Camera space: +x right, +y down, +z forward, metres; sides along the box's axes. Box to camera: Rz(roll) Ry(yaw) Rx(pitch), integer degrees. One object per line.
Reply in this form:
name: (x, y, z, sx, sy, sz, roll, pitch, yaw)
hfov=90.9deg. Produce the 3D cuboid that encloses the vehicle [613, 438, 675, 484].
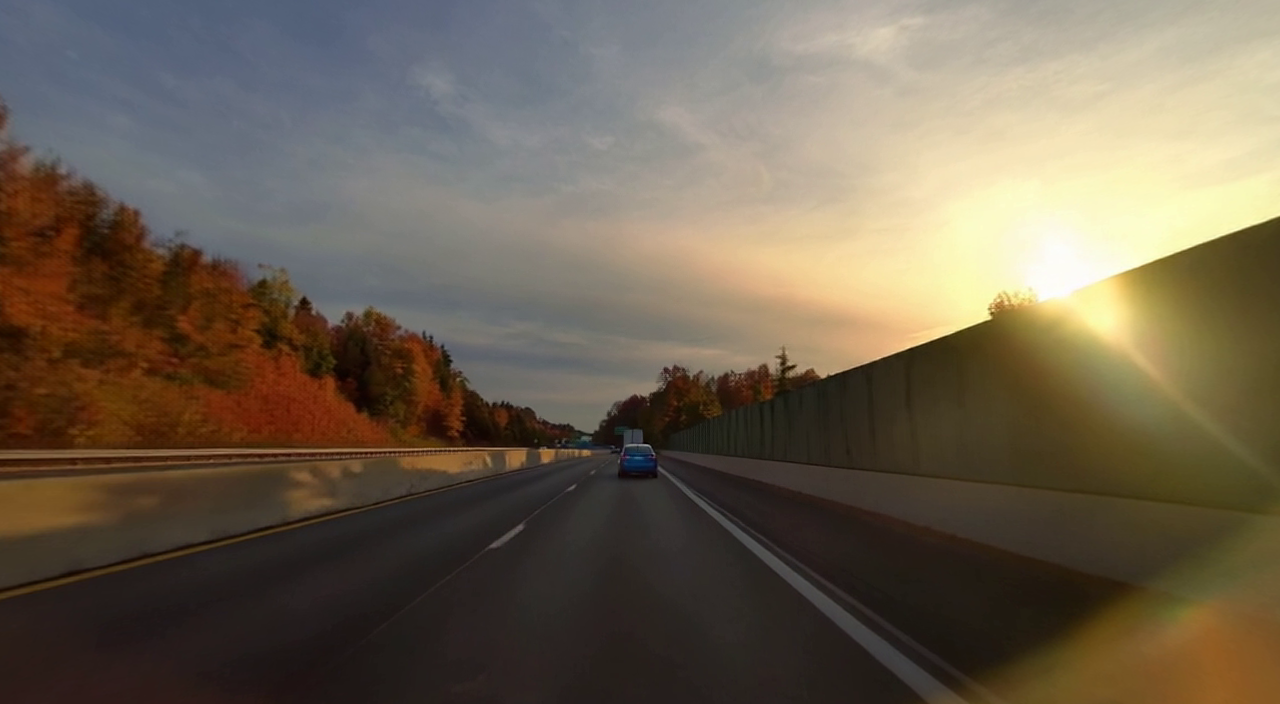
vehicle: (0.081, 3.950, 23.132, 2.057, 1.516, 4.065, 1, -8, -1)
